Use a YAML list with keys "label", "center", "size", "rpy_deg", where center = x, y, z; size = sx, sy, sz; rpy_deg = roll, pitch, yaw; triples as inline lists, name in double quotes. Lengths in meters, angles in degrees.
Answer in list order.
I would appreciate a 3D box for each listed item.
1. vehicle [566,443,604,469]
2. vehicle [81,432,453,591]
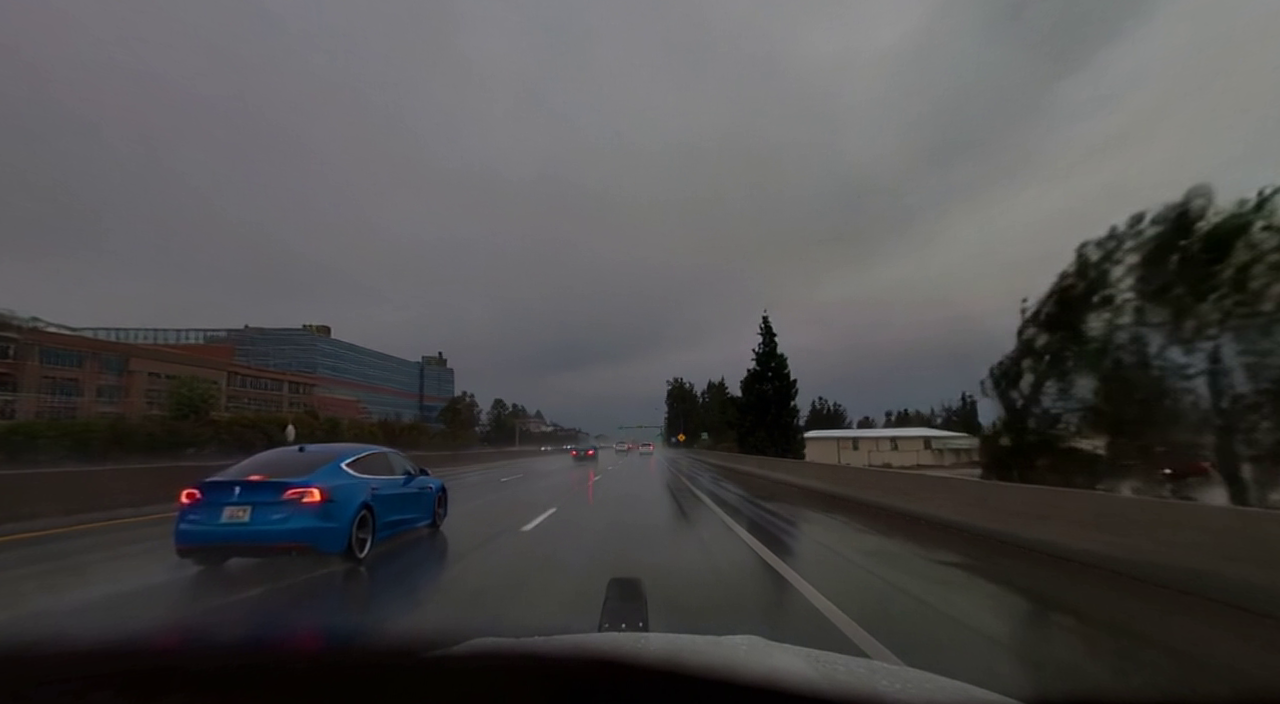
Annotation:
- label: "vehicle"
  center: [-3.310, 6.355, 38.797]
  size: [1.926, 1.464, 4.186]
  rpy_deg: [0, -8, 1]
- label: "vehicle"
  center: [-4.153, 1.818, 8.134]
  size: [2.083, 1.471, 4.350]
  rpy_deg: [0, -8, 1]
